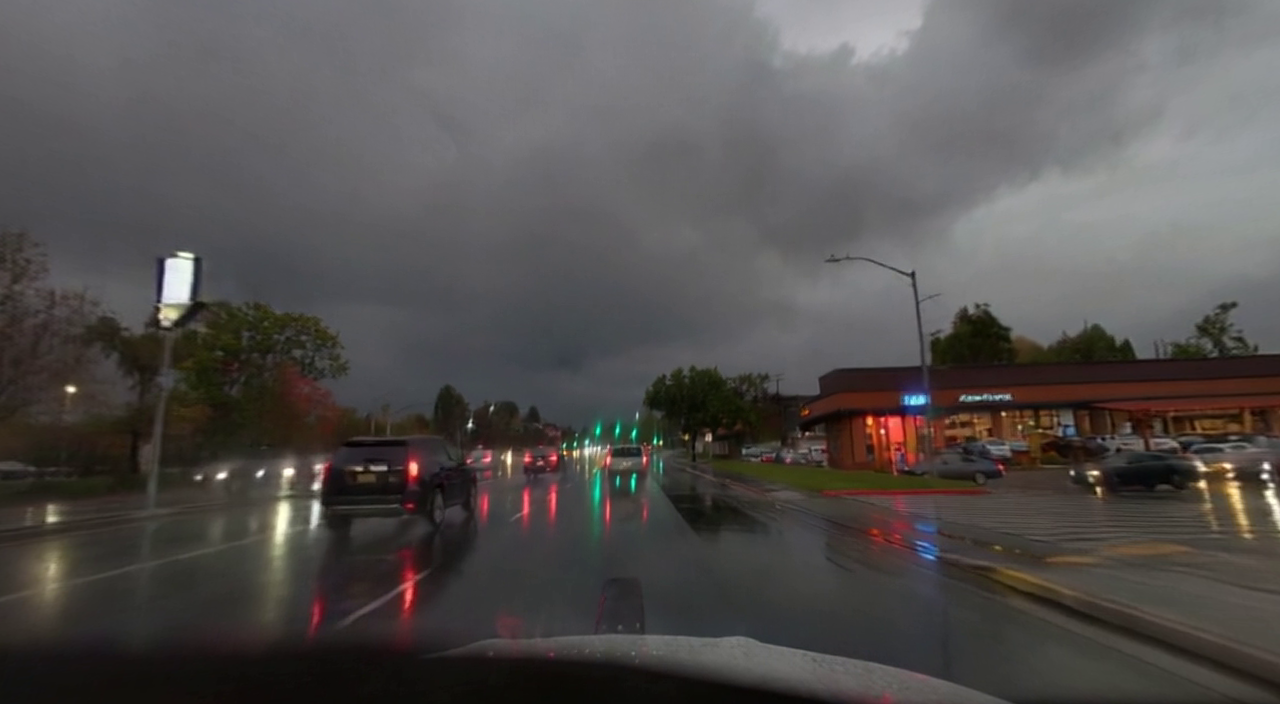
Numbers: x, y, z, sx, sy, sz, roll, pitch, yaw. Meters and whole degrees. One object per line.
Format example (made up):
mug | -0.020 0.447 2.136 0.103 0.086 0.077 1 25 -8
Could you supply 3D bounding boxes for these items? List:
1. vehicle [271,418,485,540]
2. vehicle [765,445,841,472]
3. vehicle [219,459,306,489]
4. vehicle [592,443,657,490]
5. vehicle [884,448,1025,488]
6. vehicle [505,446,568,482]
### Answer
vehicle | -4.471 2.228 11.728 2.096 1.807 4.413 0 -8 -1
vehicle | 12.291 8.027 47.732 5.102 1.889 2.038 0 -9 -4
vehicle | -20.277 6.548 34.213 1.937 1.434 4.629 0 -9 -1
vehicle | -0.533 3.954 22.161 2.061 1.469 3.954 0 -9 -1
vehicle | 13.373 4.955 27.172 4.877 1.603 2.197 0 -9 4
vehicle | -4.555 4.987 28.584 1.973 1.456 4.850 0 -9 0
